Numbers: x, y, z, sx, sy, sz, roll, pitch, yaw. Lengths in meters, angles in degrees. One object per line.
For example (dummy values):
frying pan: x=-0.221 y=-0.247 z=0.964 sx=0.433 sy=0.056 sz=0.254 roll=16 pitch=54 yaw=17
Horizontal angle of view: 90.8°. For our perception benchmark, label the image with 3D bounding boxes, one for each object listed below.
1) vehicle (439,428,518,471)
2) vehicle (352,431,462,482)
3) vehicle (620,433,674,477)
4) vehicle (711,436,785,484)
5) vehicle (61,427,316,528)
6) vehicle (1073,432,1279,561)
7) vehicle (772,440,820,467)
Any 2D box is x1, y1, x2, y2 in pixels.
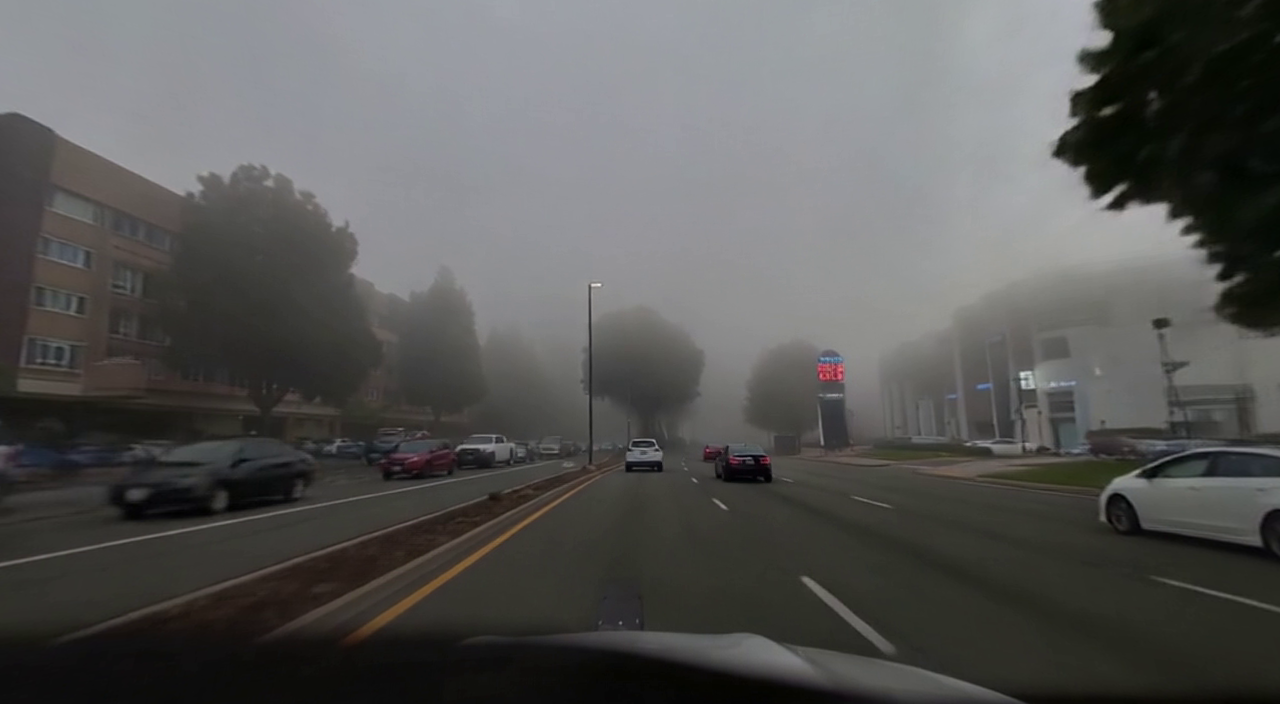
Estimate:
vehicle: x=-8.173 y=4.999 z=32.597 sx=2.460 sy=1.970 sz=5.271 roll=0 pitch=-8 yaw=2
vehicle: x=-8.597 y=3.909 z=23.886 sx=2.183 sy=1.706 sz=4.862 roll=0 pitch=-8 yaw=2
vehicle: x=0.347 y=4.305 z=26.739 sx=2.101 sy=1.694 sz=3.979 roll=0 pitch=-8 yaw=2
vehicle: x=3.639 y=3.707 z=21.967 sx=1.852 sy=1.498 sz=3.825 roll=0 pitch=-8 yaw=0
vehicle: x=-8.820 y=2.419 z=12.972 sx=1.953 sy=1.647 sz=4.401 roll=-2 pitch=-8 yaw=1
vehicle: x=8.212 y=1.790 z=8.195 sx=1.909 sy=1.456 sz=4.569 roll=0 pitch=-8 yaw=0
vehicle: x=9.298 y=6.074 z=38.096 sx=1.860 sy=1.475 sz=4.488 roll=0 pitch=-8 yaw=1
